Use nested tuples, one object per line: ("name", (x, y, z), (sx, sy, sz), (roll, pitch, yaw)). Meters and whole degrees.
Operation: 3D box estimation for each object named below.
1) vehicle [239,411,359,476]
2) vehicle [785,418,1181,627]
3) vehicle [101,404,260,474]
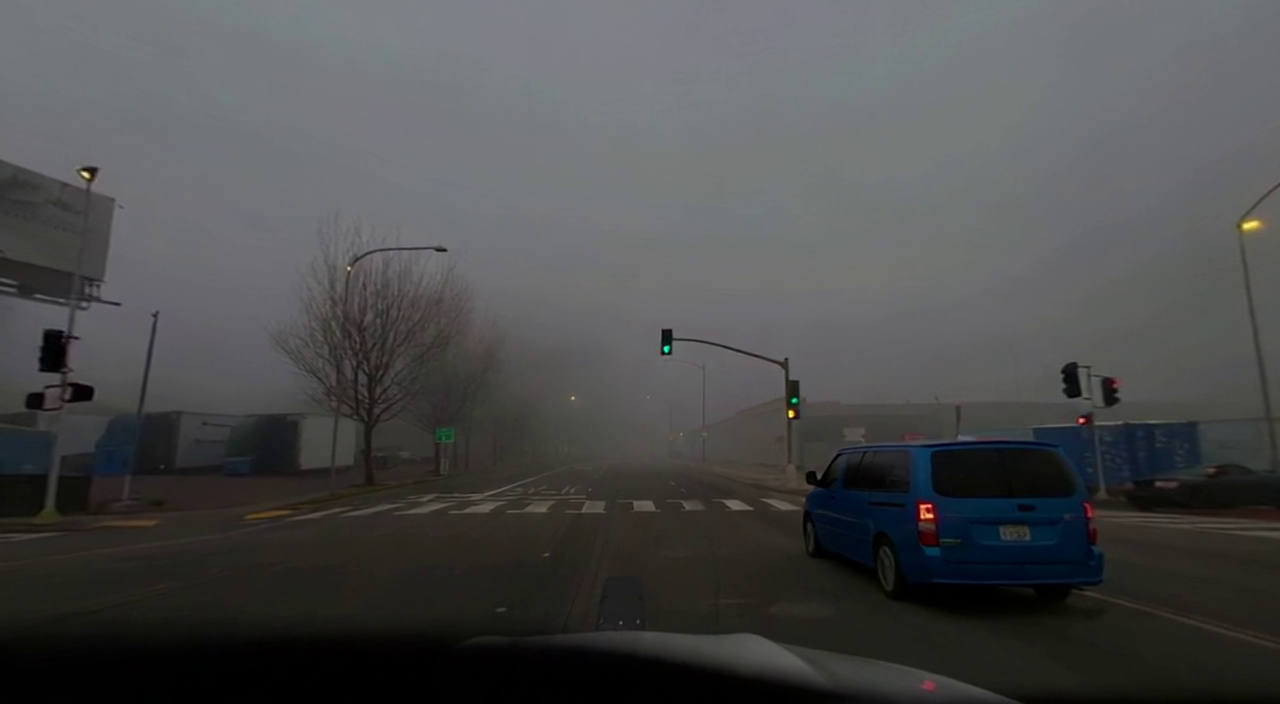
("vehicle", (-21.043, 5.678, 39.616), (3.337, 3.644, 7.945), (1, -7, -3))
("vehicle", (3.616, 1.889, 8.068), (2.202, 1.822, 4.826), (1, -9, -2))
("vehicle", (-27.856, 5.431, 38.990), (2.943, 3.741, 9.094), (1, -9, -1))
